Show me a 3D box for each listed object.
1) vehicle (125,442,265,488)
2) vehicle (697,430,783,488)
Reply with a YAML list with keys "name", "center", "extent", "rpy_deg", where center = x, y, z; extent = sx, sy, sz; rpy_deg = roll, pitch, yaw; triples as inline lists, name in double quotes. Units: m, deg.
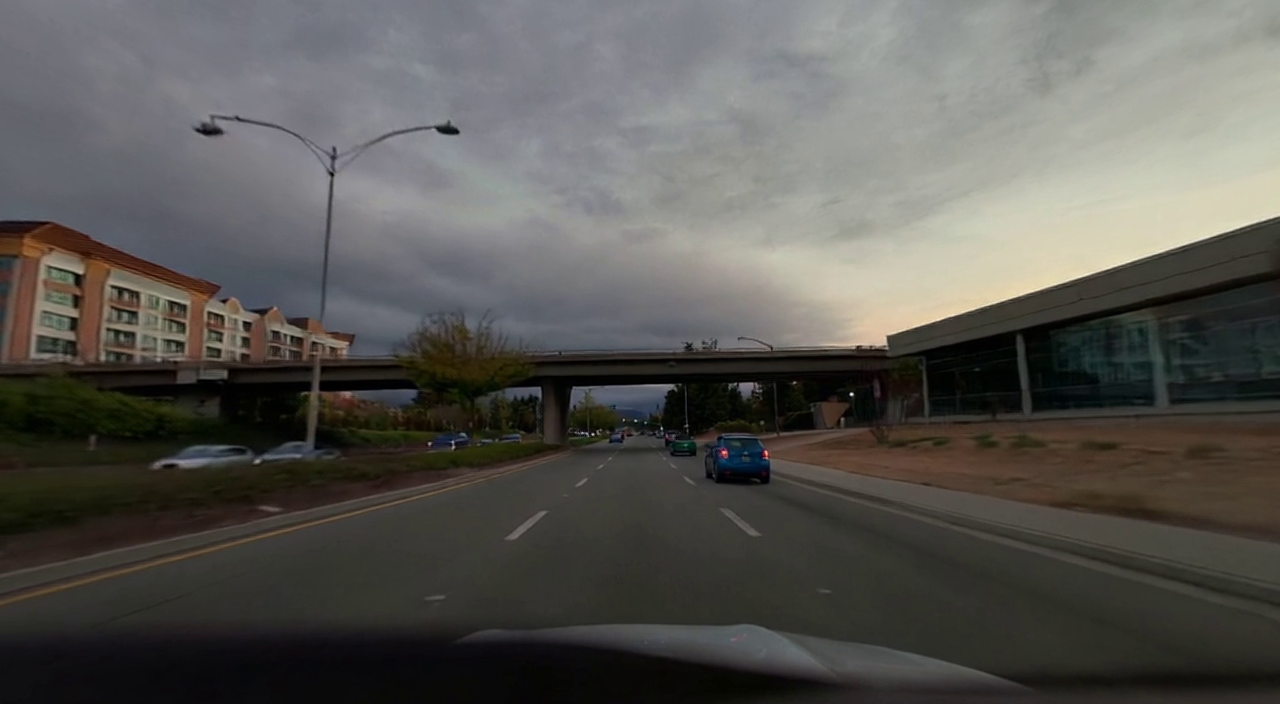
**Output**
- name: "vehicle"
  center: [-16.340, 4.144, 23.500]
  extent: [1.967, 1.520, 4.542]
  rpy_deg: [0, -9, -1]
- name: "vehicle"
  center: [3.191, 3.530, 21.117]
  extent: [2.110, 1.712, 4.489]
  rpy_deg: [0, -9, 0]
